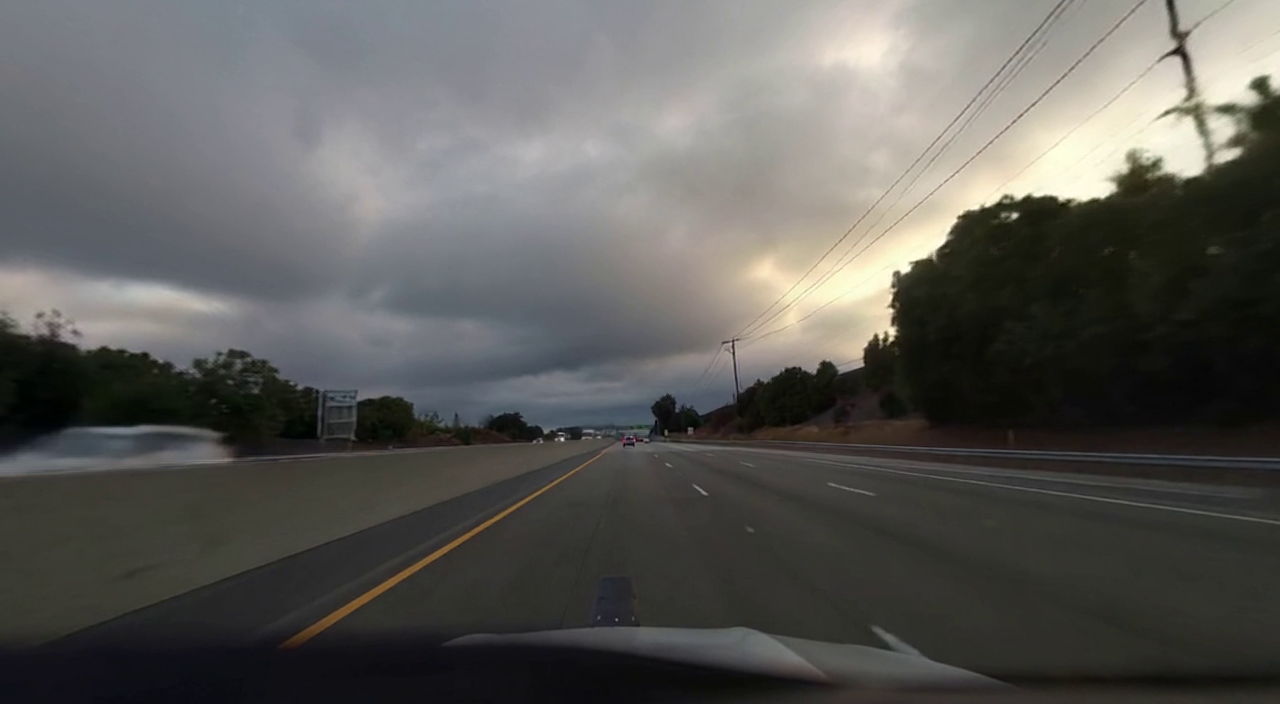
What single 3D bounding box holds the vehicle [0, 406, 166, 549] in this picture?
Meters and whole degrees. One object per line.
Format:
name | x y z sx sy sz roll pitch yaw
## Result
vehicle | -9.348 1.695 8.664 2.174 1.820 4.527 0 -8 -1
